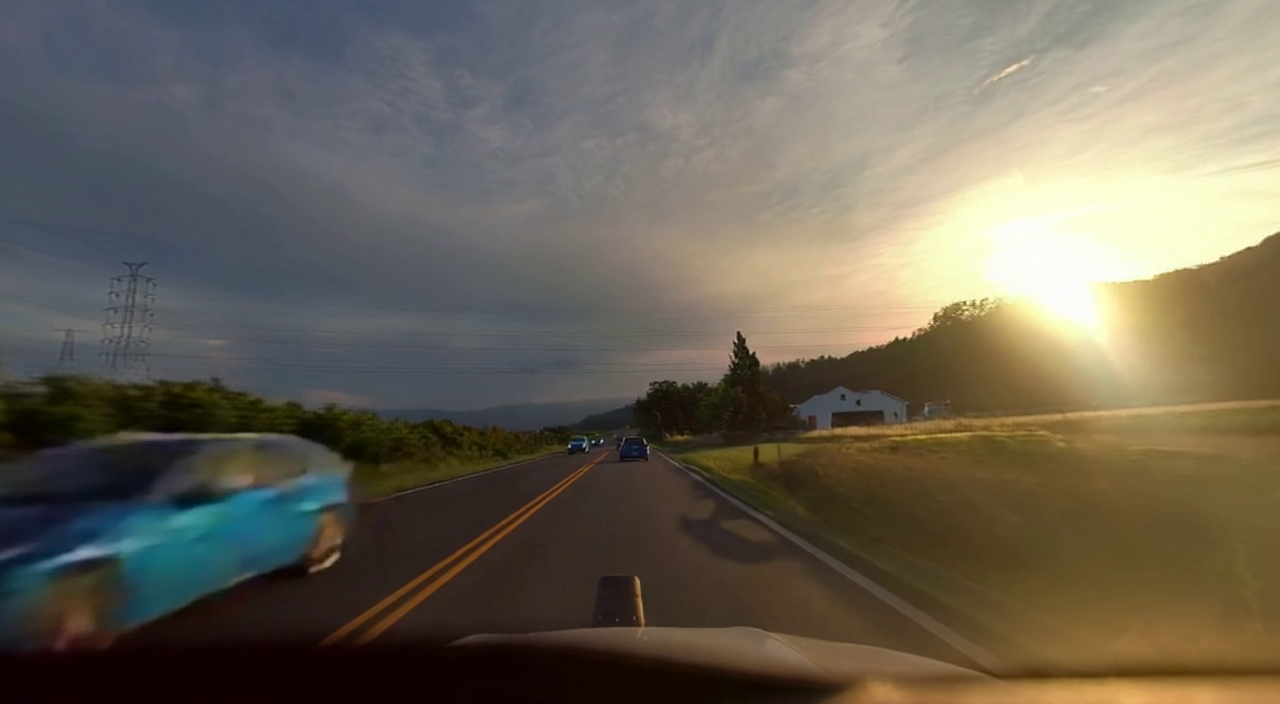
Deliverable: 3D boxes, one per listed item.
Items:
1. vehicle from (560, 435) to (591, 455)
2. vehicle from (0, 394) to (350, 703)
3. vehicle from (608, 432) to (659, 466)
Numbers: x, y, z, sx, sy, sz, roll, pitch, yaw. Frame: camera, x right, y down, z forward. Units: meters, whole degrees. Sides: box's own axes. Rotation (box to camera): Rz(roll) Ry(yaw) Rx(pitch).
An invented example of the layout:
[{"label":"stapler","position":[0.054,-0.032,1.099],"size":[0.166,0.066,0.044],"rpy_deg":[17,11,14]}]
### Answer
[{"label":"vehicle","position":[-4.909,7.183,48.709],"size":[2.034,1.484,4.183],"rpy_deg":[0,-8,-1]},{"label":"vehicle","position":[-4.047,1.164,4.464],"size":[2.019,1.511,4.290],"rpy_deg":[0,-8,-1]},{"label":"vehicle","position":[-0.342,4.524,29.675],"size":[2.241,1.471,3.829],"rpy_deg":[0,-8,-2]}]
